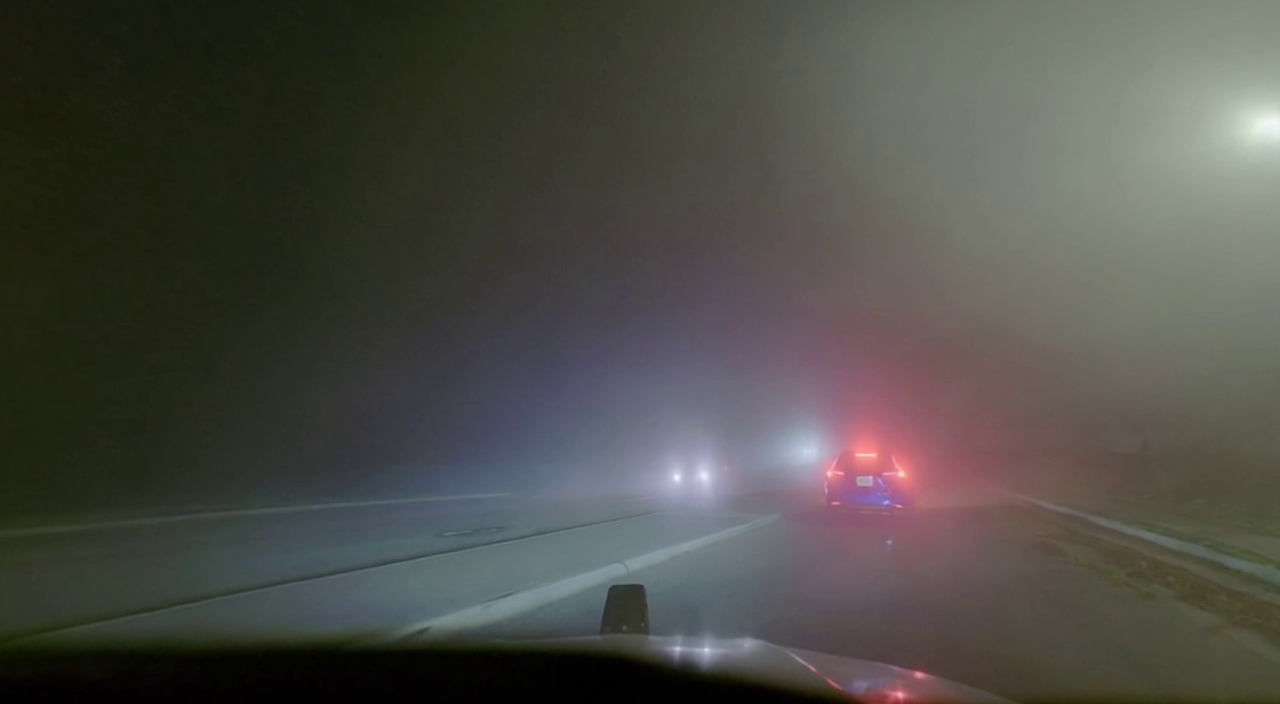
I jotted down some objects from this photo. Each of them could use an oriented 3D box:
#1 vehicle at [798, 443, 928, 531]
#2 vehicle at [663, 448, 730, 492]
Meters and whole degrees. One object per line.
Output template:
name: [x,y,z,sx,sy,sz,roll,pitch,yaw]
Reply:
vehicle: [4.896,2.726,13.449,2.148,1.521,4.089,-4,-9,25]
vehicle: [2.942,5.794,31.467,2.150,1.927,5.209,-3,-9,18]
